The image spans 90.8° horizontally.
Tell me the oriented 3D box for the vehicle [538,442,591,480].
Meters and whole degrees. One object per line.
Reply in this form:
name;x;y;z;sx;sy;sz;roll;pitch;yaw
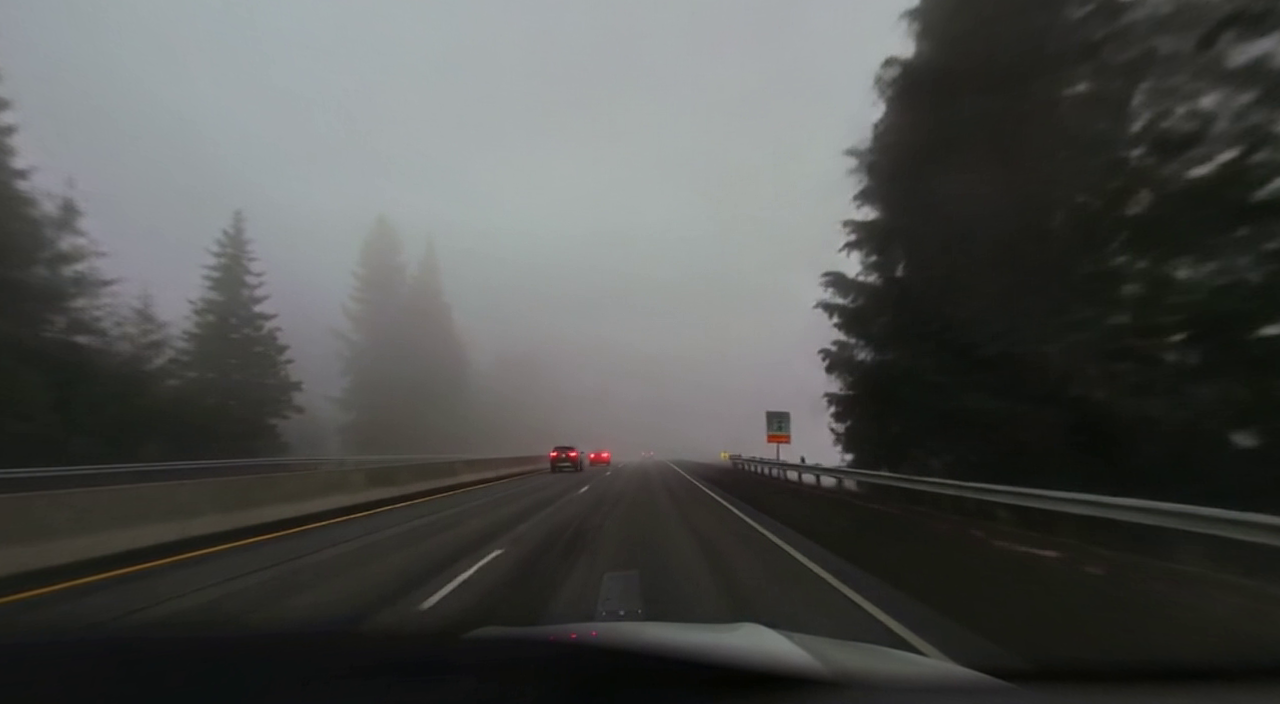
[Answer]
vehicle;-3.388;4.967;29.017;1.846;1.600;4.108;0;-9;1
